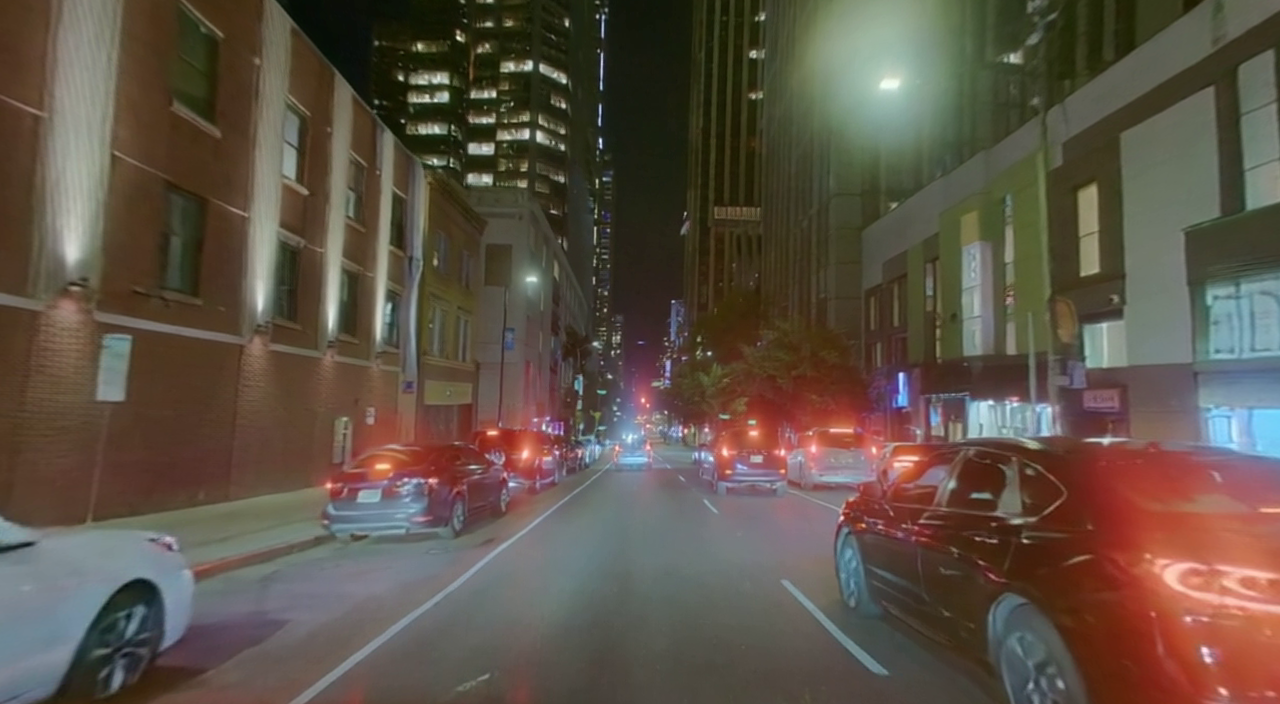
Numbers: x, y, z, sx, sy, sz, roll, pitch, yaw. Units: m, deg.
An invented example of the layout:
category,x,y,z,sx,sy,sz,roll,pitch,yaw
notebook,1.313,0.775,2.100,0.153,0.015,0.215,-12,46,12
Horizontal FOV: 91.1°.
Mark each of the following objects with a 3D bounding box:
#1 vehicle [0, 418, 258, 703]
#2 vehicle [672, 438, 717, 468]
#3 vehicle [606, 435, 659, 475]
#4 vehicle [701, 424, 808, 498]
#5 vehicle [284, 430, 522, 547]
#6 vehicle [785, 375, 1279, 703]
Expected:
category,x,y,z,sx,sy,sz,roll,pitch,yaw
vehicle,-3.611,0.925,1.961,1.954,1.462,4.407,0,-8,2
vehicle,2.806,5.338,33.420,1.966,1.475,4.528,0,-8,-1
vehicle,-0.280,4.151,25.577,2.007,1.460,3.923,0,-8,0
vehicle,2.905,2.880,17.053,2.002,1.707,4.547,0,-8,-1
vehicle,-3.483,2.081,10.440,1.972,1.471,4.795,0,-8,2
vehicle,2.457,1.122,3.698,2.080,1.495,4.591,0,-8,0
